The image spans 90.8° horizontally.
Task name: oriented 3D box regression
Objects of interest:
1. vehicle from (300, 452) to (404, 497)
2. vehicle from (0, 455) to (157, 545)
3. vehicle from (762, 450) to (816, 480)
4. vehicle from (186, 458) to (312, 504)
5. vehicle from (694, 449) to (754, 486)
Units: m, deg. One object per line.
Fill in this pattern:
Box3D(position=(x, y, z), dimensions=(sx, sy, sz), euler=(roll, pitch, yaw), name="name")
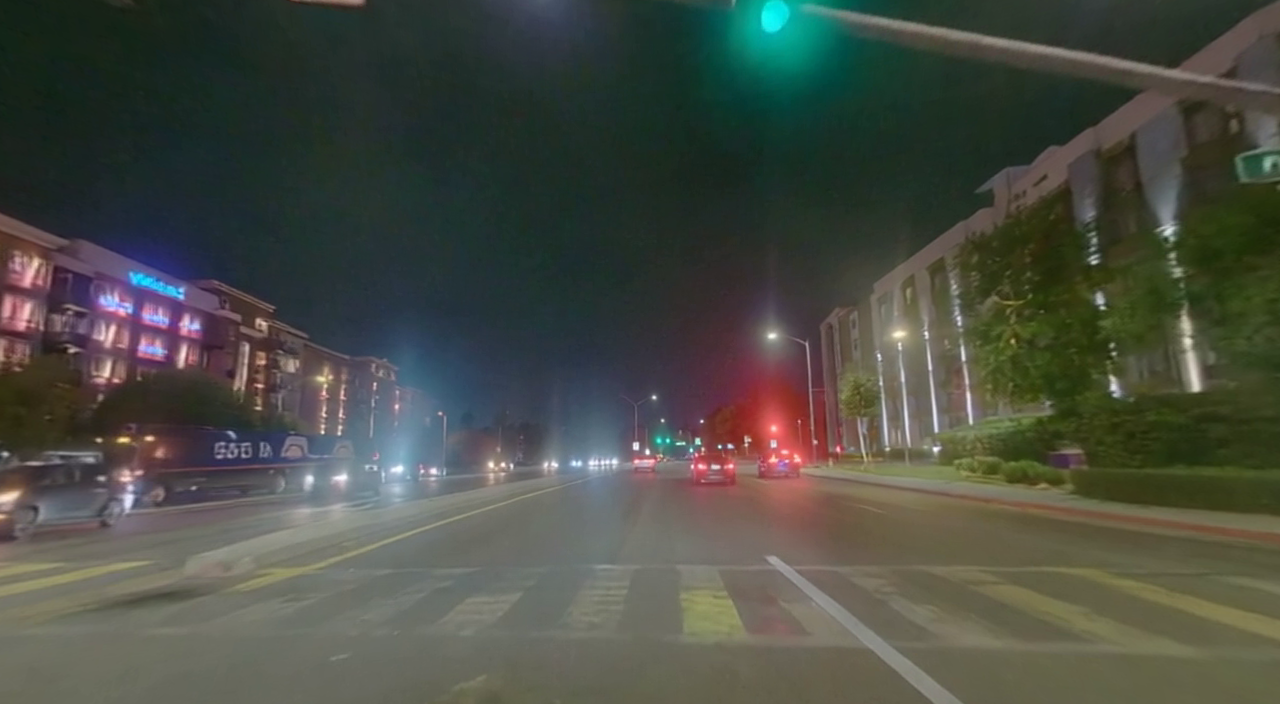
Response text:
Box3D(position=(-11.391, 4.838, 25.380), dimensions=(1.919, 1.602, 4.346), euler=(-1, -9, 3), name="vehicle")
Box3D(position=(-11.893, 2.741, 12.023), dimensions=(2.026, 1.478, 4.086), euler=(-1, -9, 3), name="vehicle")
Box3D(position=(8.032, 6.108, 34.402), dimensions=(1.932, 1.439, 4.159), euler=(0, -9, 0), name="vehicle")
Box3D(position=(-14.859, 4.896, 24.349), dimensions=(1.918, 1.485, 4.412), euler=(-1, -9, 2), name="vehicle")
Box3D(position=(3.599, 5.047, 27.949), dimensions=(2.020, 1.479, 4.650), euler=(0, -9, 0), name="vehicle")
